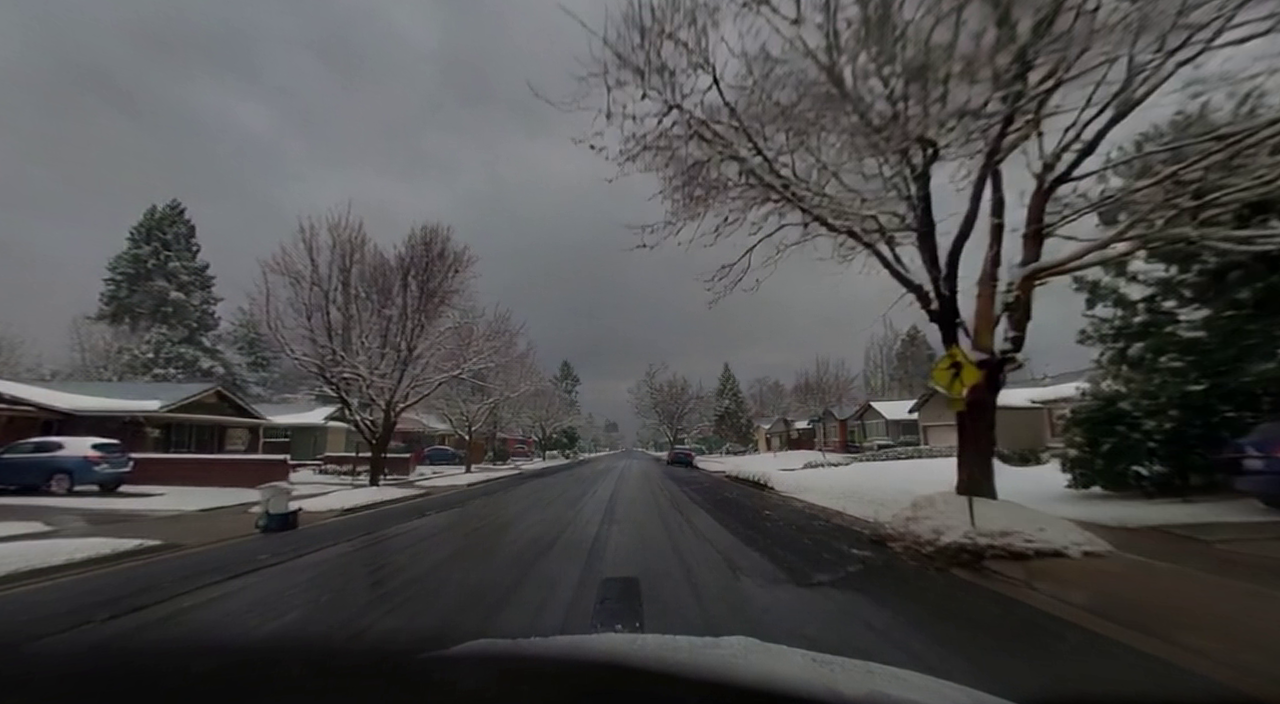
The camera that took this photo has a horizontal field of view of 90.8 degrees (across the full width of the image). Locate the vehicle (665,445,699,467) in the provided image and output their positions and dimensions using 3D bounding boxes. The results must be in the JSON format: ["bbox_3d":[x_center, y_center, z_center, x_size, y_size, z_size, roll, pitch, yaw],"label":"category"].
[{"bbox_3d":[3.144,7.964,48.424,2.136,1.596,4.790,0,-9,-2],"label":"vehicle"}]

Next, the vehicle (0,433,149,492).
[{"bbox_3d":[-17.441,3.367,19.599,1.957,1.602,4.326,3,-9,-17],"label":"vehicle"}]
